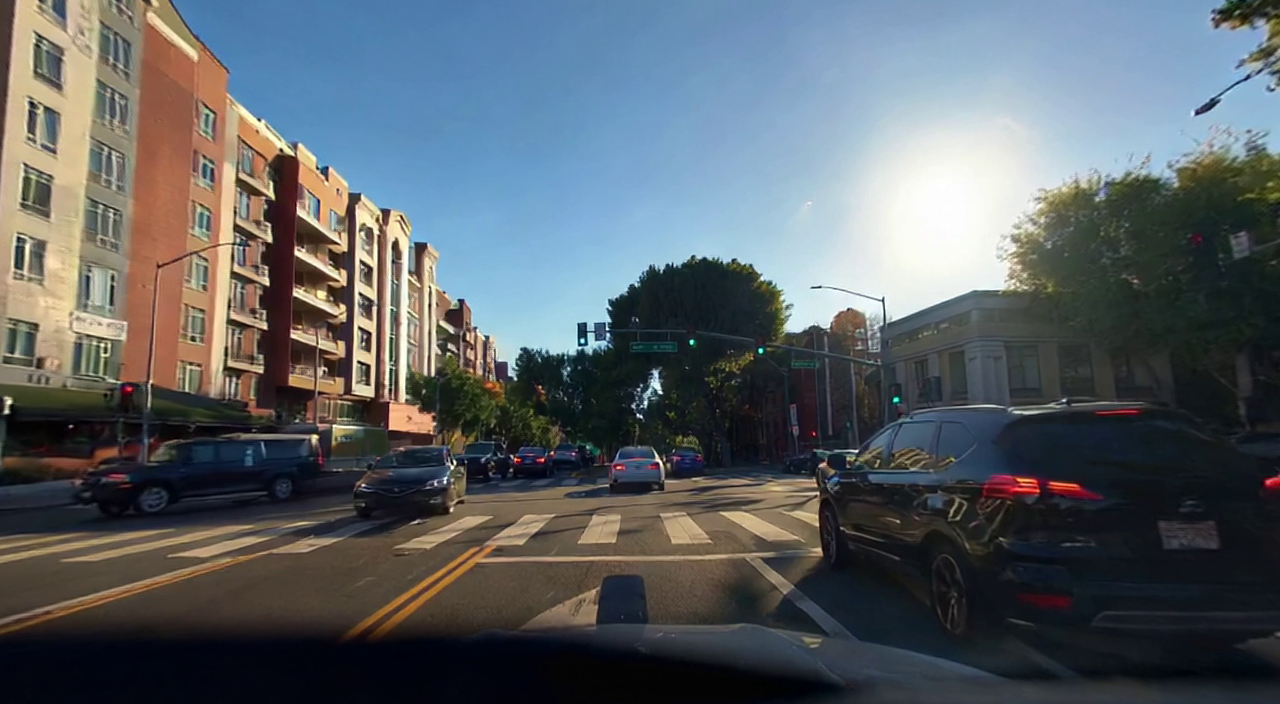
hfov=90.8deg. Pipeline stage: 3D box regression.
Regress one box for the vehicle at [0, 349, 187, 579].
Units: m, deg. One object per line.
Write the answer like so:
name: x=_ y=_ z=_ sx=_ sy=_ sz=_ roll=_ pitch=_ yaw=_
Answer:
vehicle: x=-10.964 y=0.763 z=3.438 sx=3.115 sy=2.627 sz=13.908 roll=-4 pitch=-9 yaw=25

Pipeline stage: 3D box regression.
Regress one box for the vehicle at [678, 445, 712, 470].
vehicle: x=3.748 y=7.258 z=43.554 sx=1.906 sy=1.608 sz=4.050 roll=0 pitch=-8 yaw=-1

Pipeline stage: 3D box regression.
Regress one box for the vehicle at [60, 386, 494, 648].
vehicle: x=-3.157 y=1.520 z=6.936 sx=2.031 sy=1.873 sz=4.581 roll=0 pitch=-8 yaw=0

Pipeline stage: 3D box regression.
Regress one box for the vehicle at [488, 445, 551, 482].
vehicle: x=-5.684 y=5.329 z=30.375 sx=2.062 sy=1.532 sz=4.830 roll=-2 pitch=-9 yaw=0

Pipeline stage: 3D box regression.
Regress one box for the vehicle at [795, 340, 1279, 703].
vehicle: x=3.002 y=1.202 z=5.180 sx=2.129 sy=1.844 sz=4.767 roll=0 pitch=-8 yaw=-1

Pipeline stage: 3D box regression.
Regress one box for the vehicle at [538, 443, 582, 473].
vehicle: x=-5.195 y=6.964 z=41.729 sx=2.275 sy=1.816 sz=4.923 roll=0 pitch=-8 yaw=0

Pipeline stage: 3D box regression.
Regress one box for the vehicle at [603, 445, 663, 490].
vehicle: x=-0.265 y=4.270 z=23.708 sx=2.059 sy=1.492 sz=4.033 roll=0 pitch=-8 yaw=-1
